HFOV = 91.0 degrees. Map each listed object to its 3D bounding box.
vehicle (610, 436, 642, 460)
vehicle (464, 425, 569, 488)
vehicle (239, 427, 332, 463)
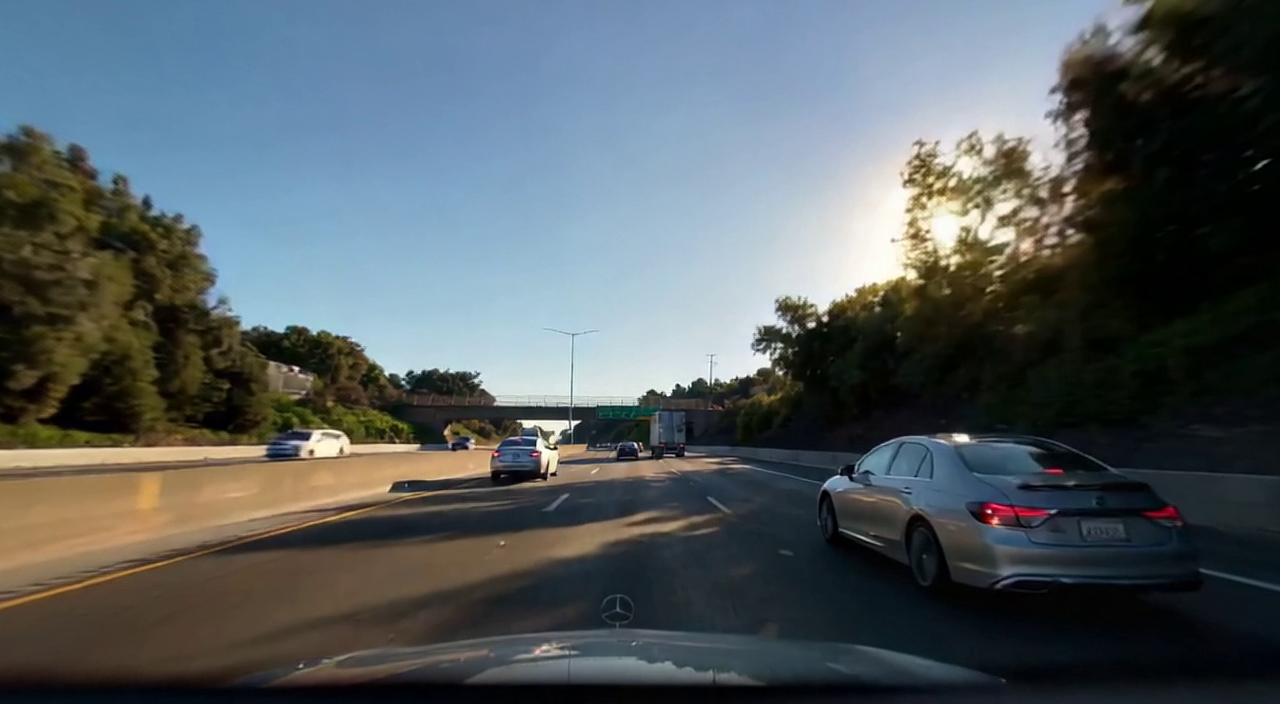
[{"bbox_3d":[-0.956,6.637,43.627,2.125,1.542,3.816,0,-8,-1],"label":"vehicle"},{"bbox_3d":[-3.740,3.268,20.053,2.377,1.747,4.703,0,-8,0],"label":"vehicle"},{"bbox_3d":[-16.575,4.385,29.672,2.000,1.563,4.188,0,-8,-1],"label":"vehicle"}]
